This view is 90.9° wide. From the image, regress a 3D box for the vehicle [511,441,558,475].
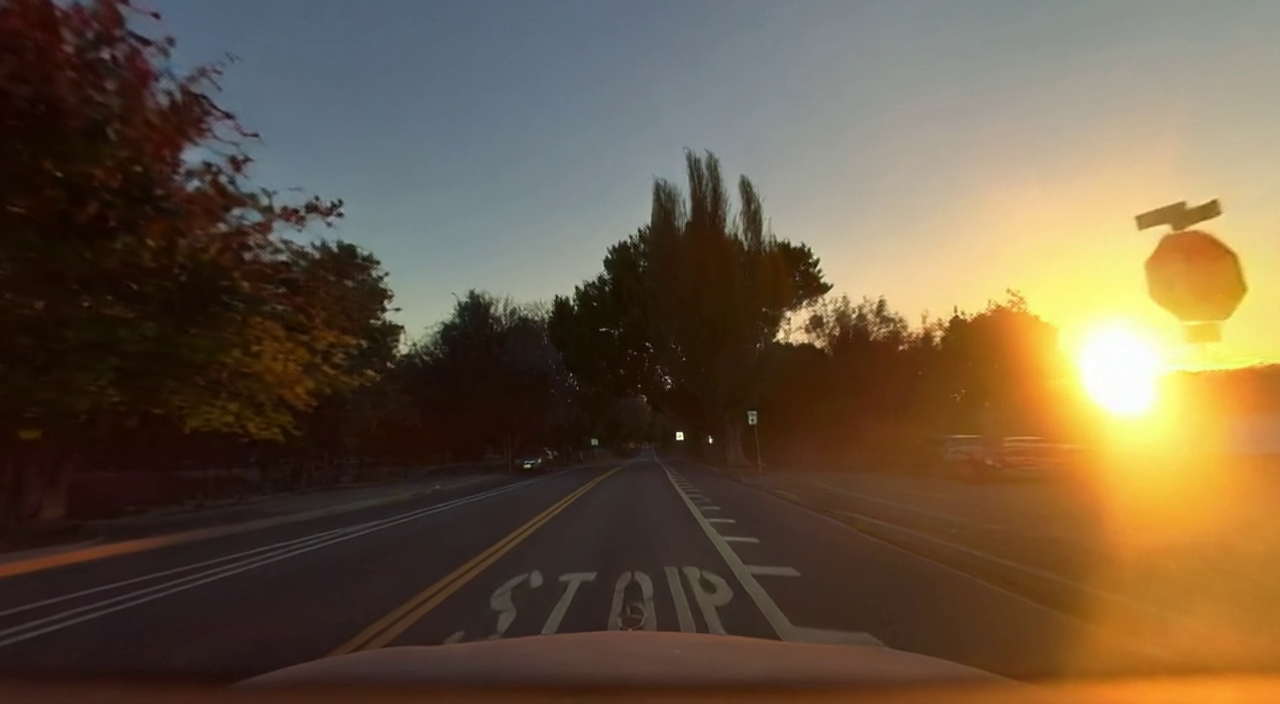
[{"bbox_3d":[-6.153,6.300,37.258,1.992,1.797,4.372,-2,-10,1],"label":"vehicle"}]
